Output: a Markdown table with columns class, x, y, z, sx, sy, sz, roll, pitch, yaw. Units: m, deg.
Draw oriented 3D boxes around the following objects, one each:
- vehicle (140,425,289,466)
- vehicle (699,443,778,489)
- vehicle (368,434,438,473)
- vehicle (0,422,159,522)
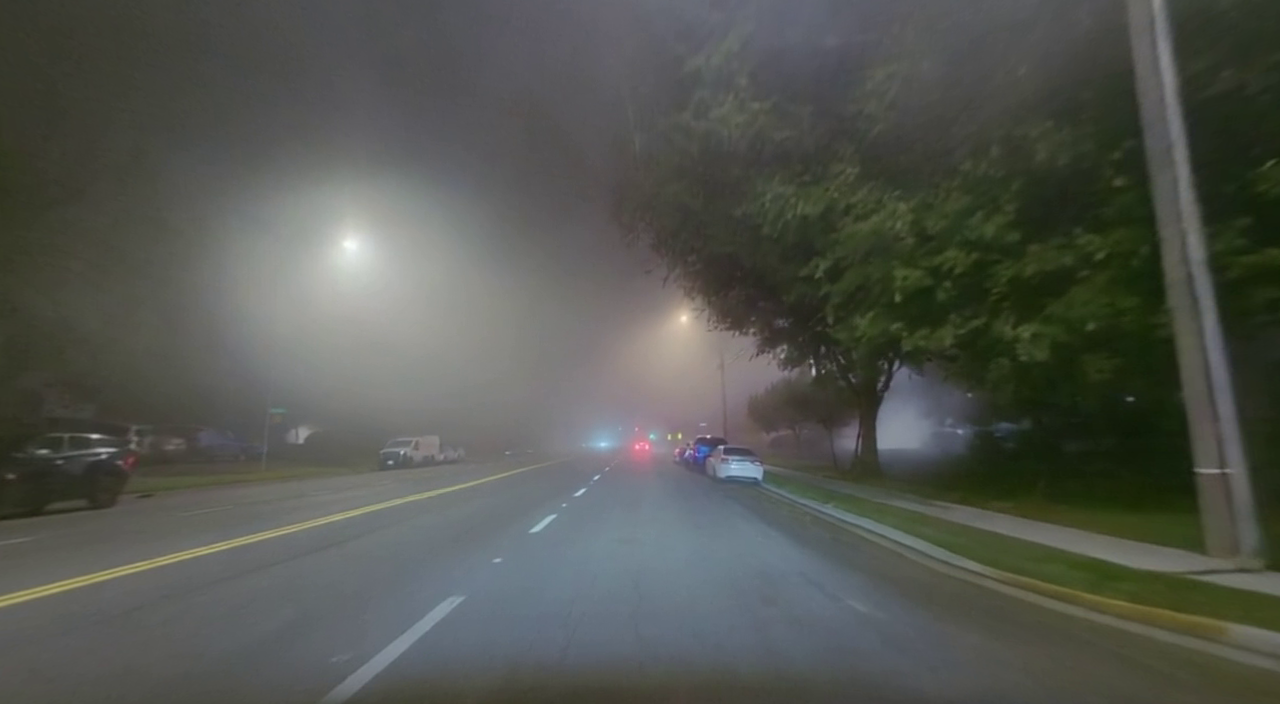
| class | x | y | z | sx | sy | sz | roll | pitch | yaw |
| --- | --- | --- | --- | --- | --- | --- | --- | --- | --- |
| vehicle | -22.039 | 4.845 | 32.877 | 6.230 | 1.991 | 2.456 | -1 | -8 | 8 |
| vehicle | 3.513 | 4.169 | 23.586 | 1.911 | 1.471 | 5.151 | 0 | -8 | -2 |
| vehicle | -13.952 | 5.956 | 37.588 | 2.155 | 1.991 | 5.722 | -3 | -8 | -2 |
| vehicle | -13.912 | 2.609 | 13.921 | 2.253 | 1.969 | 5.398 | 0 | -9 | 1 |
